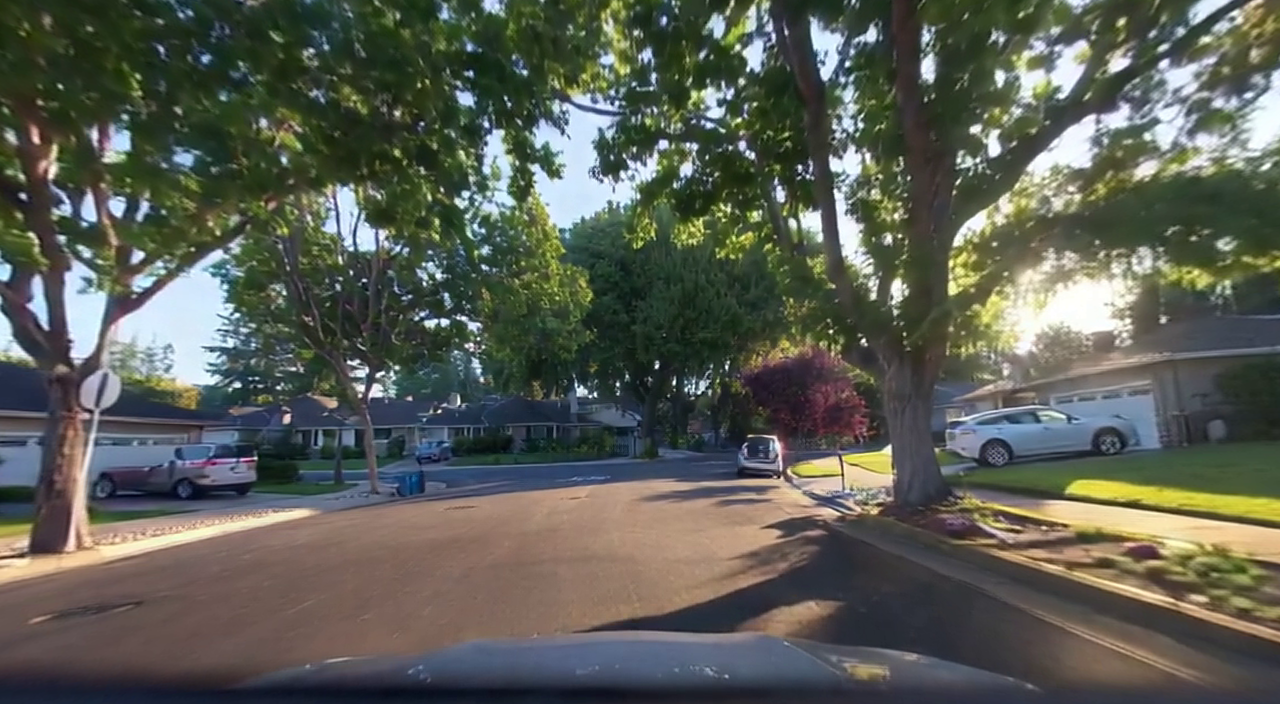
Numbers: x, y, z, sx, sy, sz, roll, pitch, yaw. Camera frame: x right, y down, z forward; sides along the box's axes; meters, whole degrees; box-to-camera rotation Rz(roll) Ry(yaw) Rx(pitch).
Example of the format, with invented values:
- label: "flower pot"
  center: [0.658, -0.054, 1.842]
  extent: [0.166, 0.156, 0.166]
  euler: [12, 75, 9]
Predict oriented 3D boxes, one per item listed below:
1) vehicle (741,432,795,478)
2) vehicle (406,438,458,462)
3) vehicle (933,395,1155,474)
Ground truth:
- label: "vehicle"
  center: [5.509, 4.318, 26.883]
  extent: [2.053, 1.737, 4.375]
  euler: [-2, -8, 13]
- label: "vehicle"
  center: [-16.168, 7.613, 49.406]
  extent: [2.021, 1.798, 4.491]
  euler: [-1, -8, 8]
- label: "vehicle"
  center: [11.419, 2.390, 18.204]
  extent: [4.780, 1.765, 2.103]
  euler: [-5, -8, 3]
